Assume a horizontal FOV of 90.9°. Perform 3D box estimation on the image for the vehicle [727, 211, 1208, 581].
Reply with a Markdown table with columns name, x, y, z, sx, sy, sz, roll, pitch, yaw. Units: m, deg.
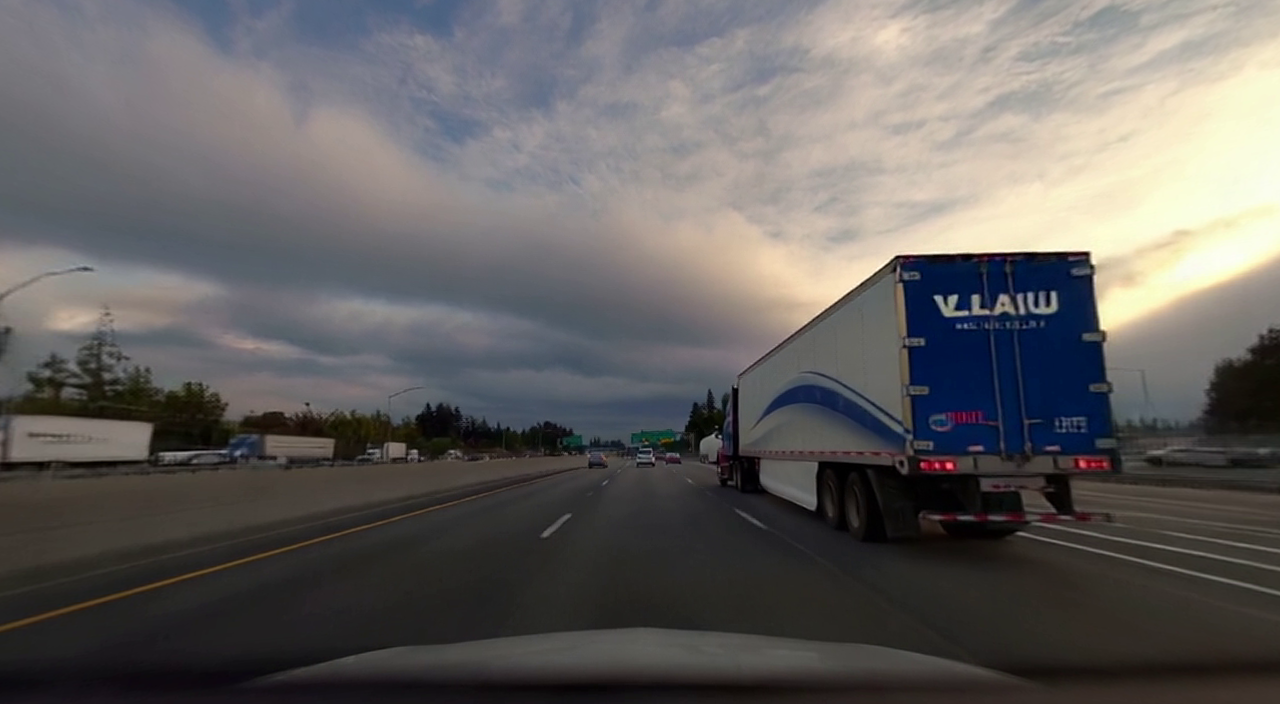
| name | x | y | z | sx | sy | sz | roll | pitch | yaw |
| --- | --- | --- | --- | --- | --- | --- | --- | --- | --- |
| vehicle | 4.472 | 1.480 | 13.987 | 2.847 | 4.075 | 14.244 | 0 | -9 | -1 |

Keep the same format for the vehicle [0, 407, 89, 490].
| name | x | y | z | sx | sy | sz | roll | pitch | yaw |
| --- | --- | --- | --- | --- | --- | --- | --- | --- | --- |
| vehicle | -30.568 | 4.629 | 30.214 | 2.960 | 3.677 | 5.863 | 1 | -9 | -4 |

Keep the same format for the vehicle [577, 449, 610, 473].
| name | x | y | z | sx | sy | sz | roll | pitch | yaw |
| --- | --- | --- | --- | --- | --- | --- | --- | --- | --- |
| vehicle | -3.392 | 8.050 | 46.773 | 2.107 | 1.626 | 4.804 | 0 | -9 | 0 |
